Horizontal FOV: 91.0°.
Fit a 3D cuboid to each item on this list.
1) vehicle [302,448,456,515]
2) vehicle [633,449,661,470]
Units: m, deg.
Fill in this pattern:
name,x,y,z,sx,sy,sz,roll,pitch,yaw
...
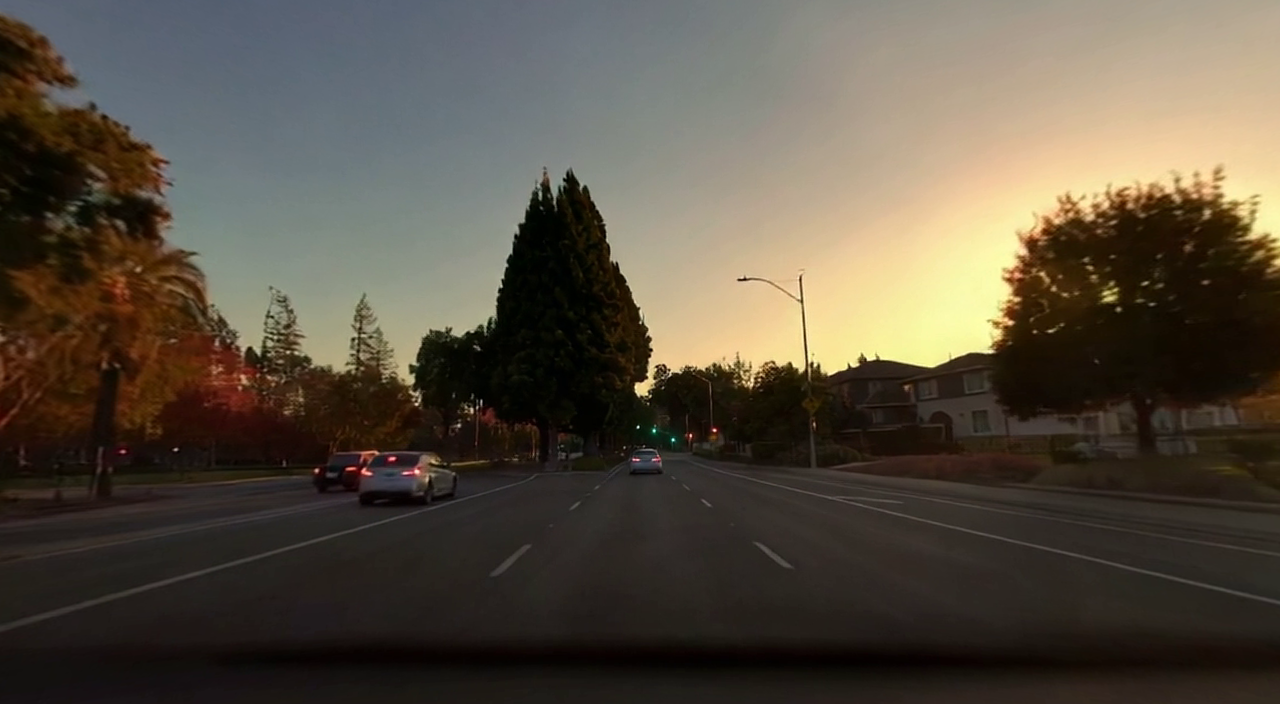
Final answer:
name,x,y,z,sx,sy,sz,roll,pitch,yaw
vehicle,-6.516,3.252,16.358,2.014,1.472,4.357,0,-9,2
vehicle,0.528,8.266,48.570,2.106,1.517,4.375,0,-9,0
